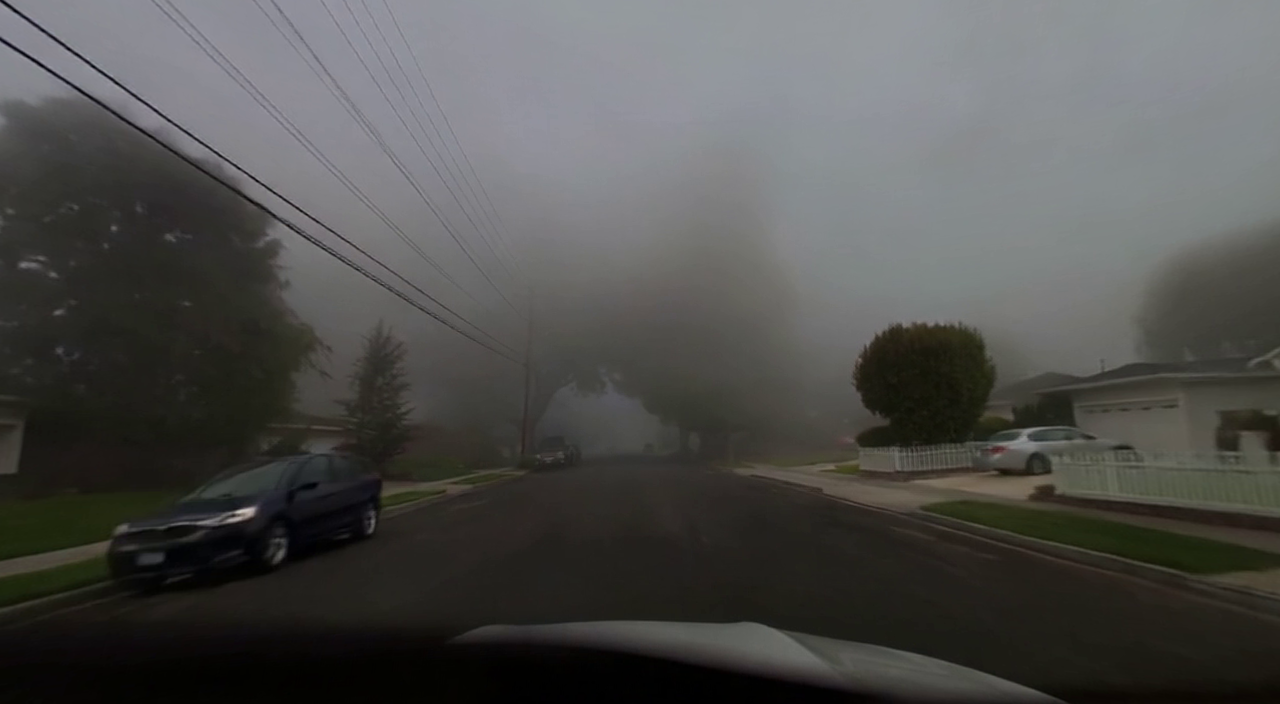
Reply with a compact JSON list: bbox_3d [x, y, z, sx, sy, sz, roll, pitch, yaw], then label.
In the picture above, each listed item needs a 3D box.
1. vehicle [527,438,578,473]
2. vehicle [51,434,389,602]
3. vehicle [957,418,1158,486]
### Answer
[{"bbox_3d":[-5.753,6.899,42.336,2.411,1.979,5.915,-5,-8,-1],"label":"vehicle"},{"bbox_3d":[-5.420,2.083,9.023,1.970,1.666,4.223,-3,-7,0],"label":"vehicle"},{"bbox_3d":[11.827,2.865,18.204,4.226,1.679,1.983,-3,-8,7],"label":"vehicle"}]
